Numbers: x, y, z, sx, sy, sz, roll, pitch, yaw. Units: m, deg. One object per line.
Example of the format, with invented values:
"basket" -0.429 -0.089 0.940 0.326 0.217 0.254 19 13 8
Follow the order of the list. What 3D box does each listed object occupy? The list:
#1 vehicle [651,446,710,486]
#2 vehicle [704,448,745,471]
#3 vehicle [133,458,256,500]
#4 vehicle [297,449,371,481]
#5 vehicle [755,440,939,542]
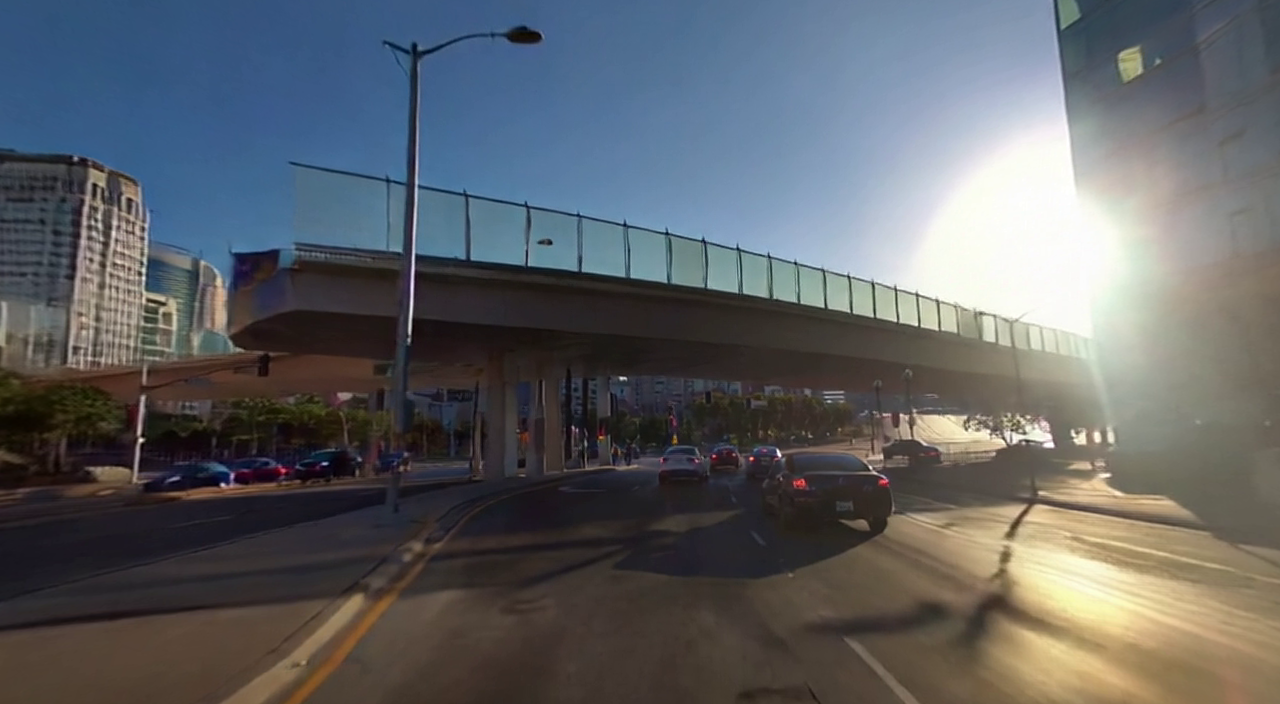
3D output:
"vehicle" 1.740 4.634 25.900 2.077 1.518 3.760 -2 -9 9
"vehicle" 5.949 7.436 43.783 2.134 1.492 4.674 -2 -9 15
"vehicle" -18.152 5.176 25.974 1.912 1.482 4.495 0 -9 -2
"vehicle" -18.007 6.637 37.318 2.040 1.749 4.796 0 -9 -1
"vehicle" 3.576 2.479 12.027 2.051 1.509 4.933 -1 -9 3
